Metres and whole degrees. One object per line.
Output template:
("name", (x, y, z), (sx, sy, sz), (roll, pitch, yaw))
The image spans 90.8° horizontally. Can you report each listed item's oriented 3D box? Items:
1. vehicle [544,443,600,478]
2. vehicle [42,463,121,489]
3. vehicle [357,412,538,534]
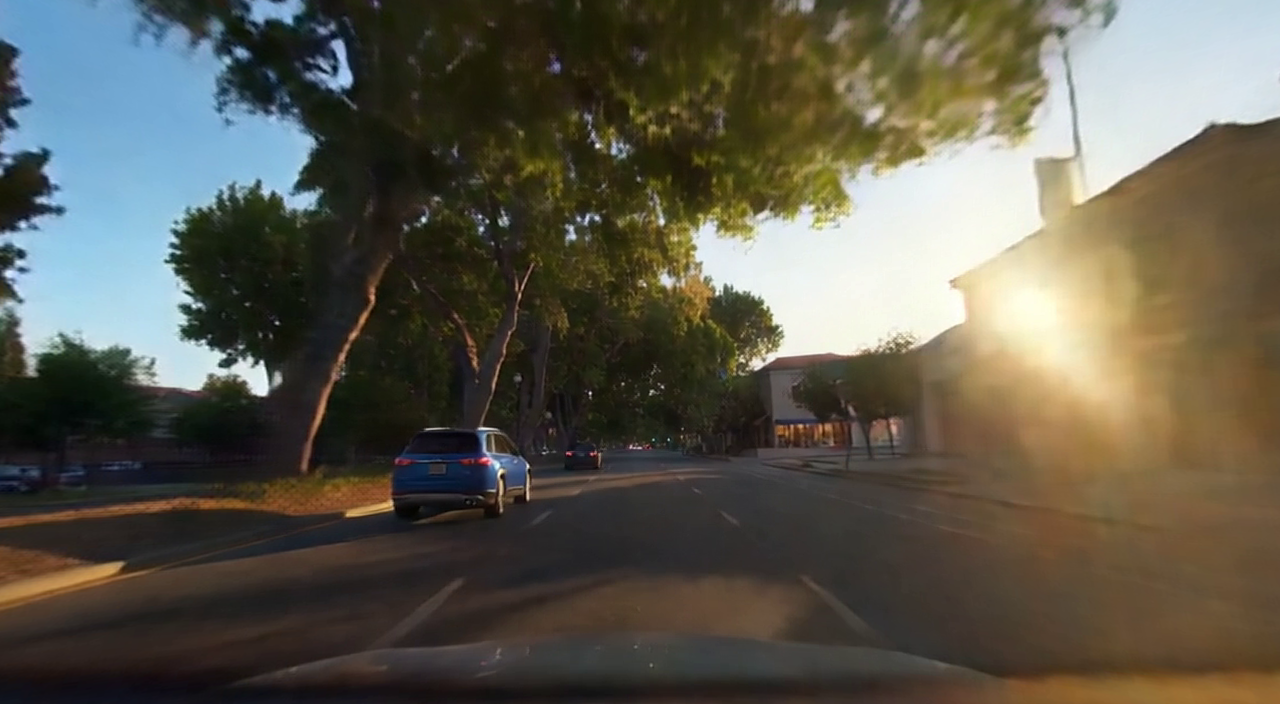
("vehicle", (-3.052, 4.946, 29.210), (2.069, 1.470, 4.601), (0, -8, 0))
("vehicle", (-38.441, 8.516, 43.630), (1.796, 1.496, 4.410), (1, -9, -8))
("vehicle", (-3.260, 2.157, 11.787), (2.042, 1.817, 4.364), (0, -8, -1))
